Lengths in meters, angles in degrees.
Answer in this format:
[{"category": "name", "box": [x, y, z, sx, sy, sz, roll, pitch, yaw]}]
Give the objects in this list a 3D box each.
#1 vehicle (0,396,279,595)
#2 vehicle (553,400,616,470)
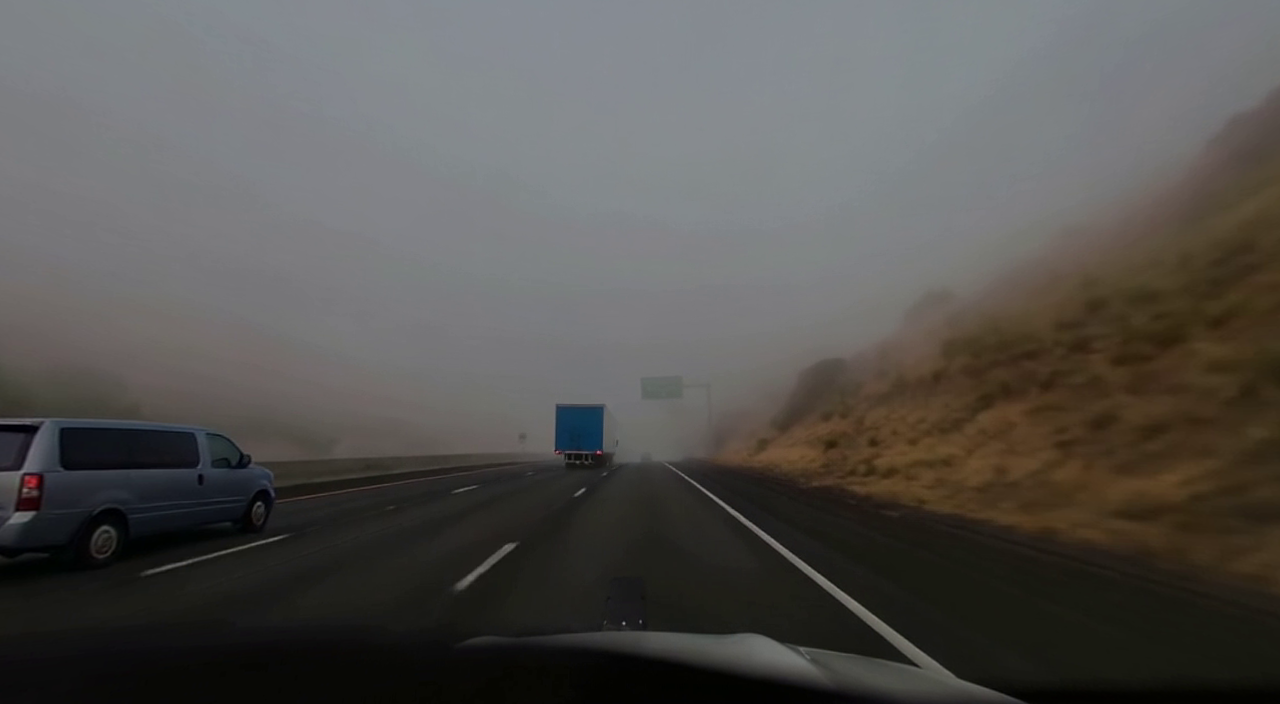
[{"category": "vehicle", "box": [-7.145, 1.628, 7.857, 2.175, 1.860, 5.236, 0, -8, 0]}, {"category": "vehicle", "box": [-3.565, 5.982, 44.683, 2.893, 4.073, 15.281, 0, -8, 1]}]
